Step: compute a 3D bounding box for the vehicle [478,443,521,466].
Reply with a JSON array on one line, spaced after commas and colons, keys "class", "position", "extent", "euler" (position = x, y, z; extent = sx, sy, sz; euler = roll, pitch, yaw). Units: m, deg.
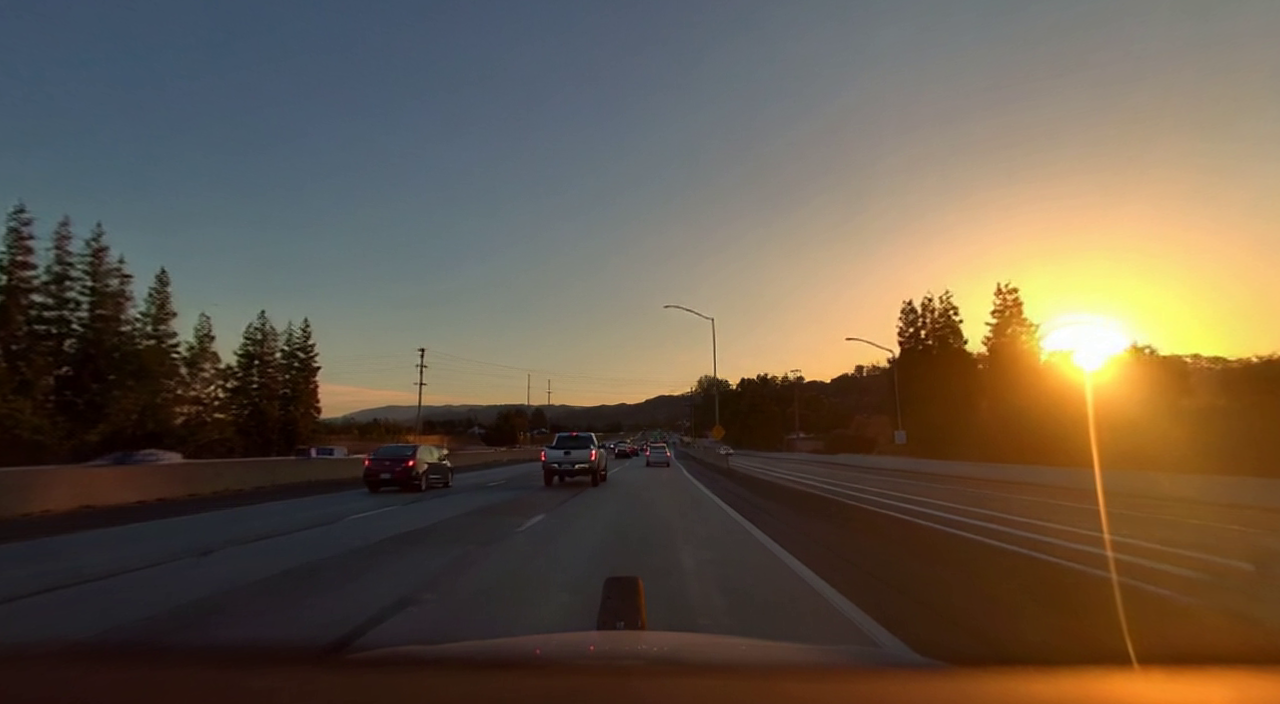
[{"class": "vehicle", "position": [-9.817, 7.171, 44.172], "extent": [1.915, 1.472, 4.502], "euler": [-1, -8, 2]}]

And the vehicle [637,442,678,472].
[{"class": "vehicle", "position": [0.869, 5.542, 33.419], "extent": [2.013, 1.444, 4.447], "euler": [0, -8, 0]}]

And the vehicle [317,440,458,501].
[{"class": "vehicle", "position": [-6.853, 3.234, 17.658], "extent": [1.964, 1.481, 4.425], "euler": [-1, -8, 2]}]

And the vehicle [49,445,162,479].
[{"class": "vehicle", "position": [-24.258, 4.995, 28.689], "extent": [1.716, 1.424, 3.862], "euler": [0, -9, 1]}]

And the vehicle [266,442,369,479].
[{"class": "vehicle", "position": [-14.158, 4.780, 27.910], "extent": [1.938, 1.475, 4.760], "euler": [0, -8, 2]}]

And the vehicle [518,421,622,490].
[{"class": "vehicle", "position": [-2.259, 3.662, 22.645], "extent": [2.815, 2.092, 6.526], "euler": [0, -8, 2]}]
